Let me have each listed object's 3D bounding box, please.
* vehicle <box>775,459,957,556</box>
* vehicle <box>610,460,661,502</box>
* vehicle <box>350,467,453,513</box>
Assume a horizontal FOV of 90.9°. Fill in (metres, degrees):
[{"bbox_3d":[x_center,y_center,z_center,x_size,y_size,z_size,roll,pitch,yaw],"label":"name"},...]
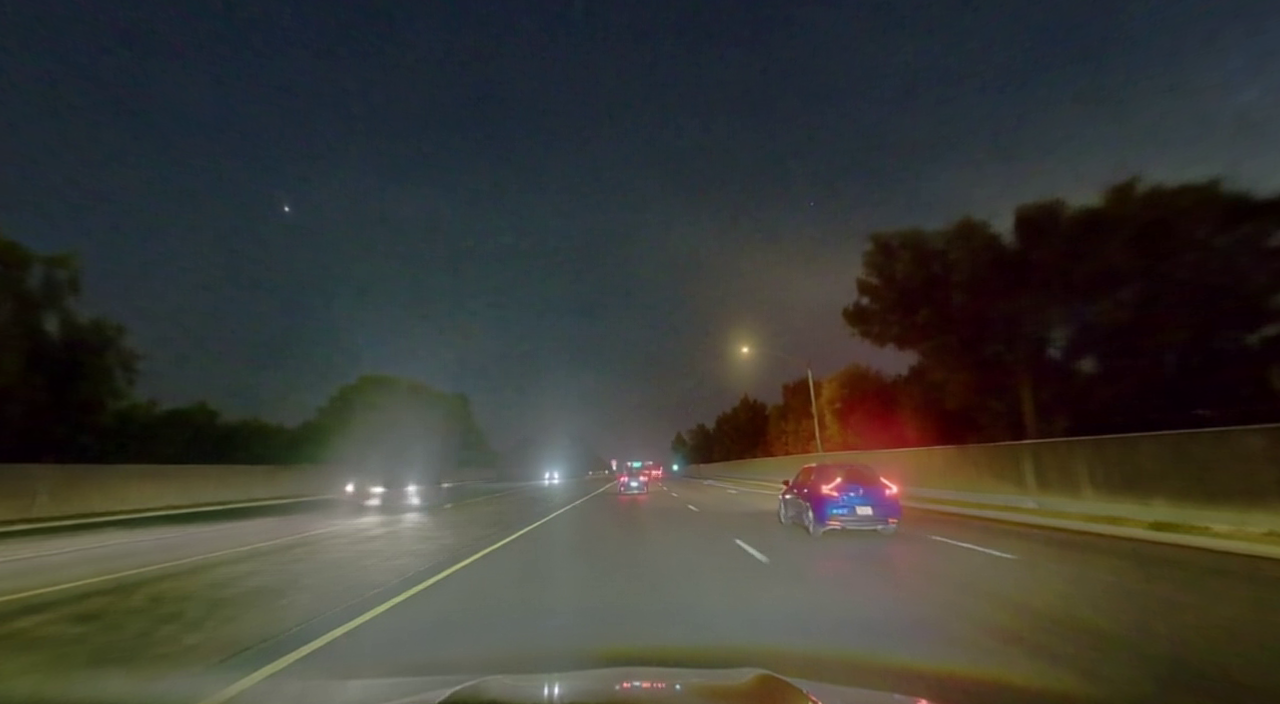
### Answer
[{"bbox_3d":[4.037,2.863,12.112,1.938,1.494,4.032,1,-11,-1],"label":"vehicle"},{"bbox_3d":[-0.196,5.532,27.188,2.037,1.605,3.833,1,-11,0],"label":"vehicle"},{"bbox_3d":[-8.476,4.945,22.894,2.006,1.468,4.450,1,-11,0],"label":"vehicle"}]
